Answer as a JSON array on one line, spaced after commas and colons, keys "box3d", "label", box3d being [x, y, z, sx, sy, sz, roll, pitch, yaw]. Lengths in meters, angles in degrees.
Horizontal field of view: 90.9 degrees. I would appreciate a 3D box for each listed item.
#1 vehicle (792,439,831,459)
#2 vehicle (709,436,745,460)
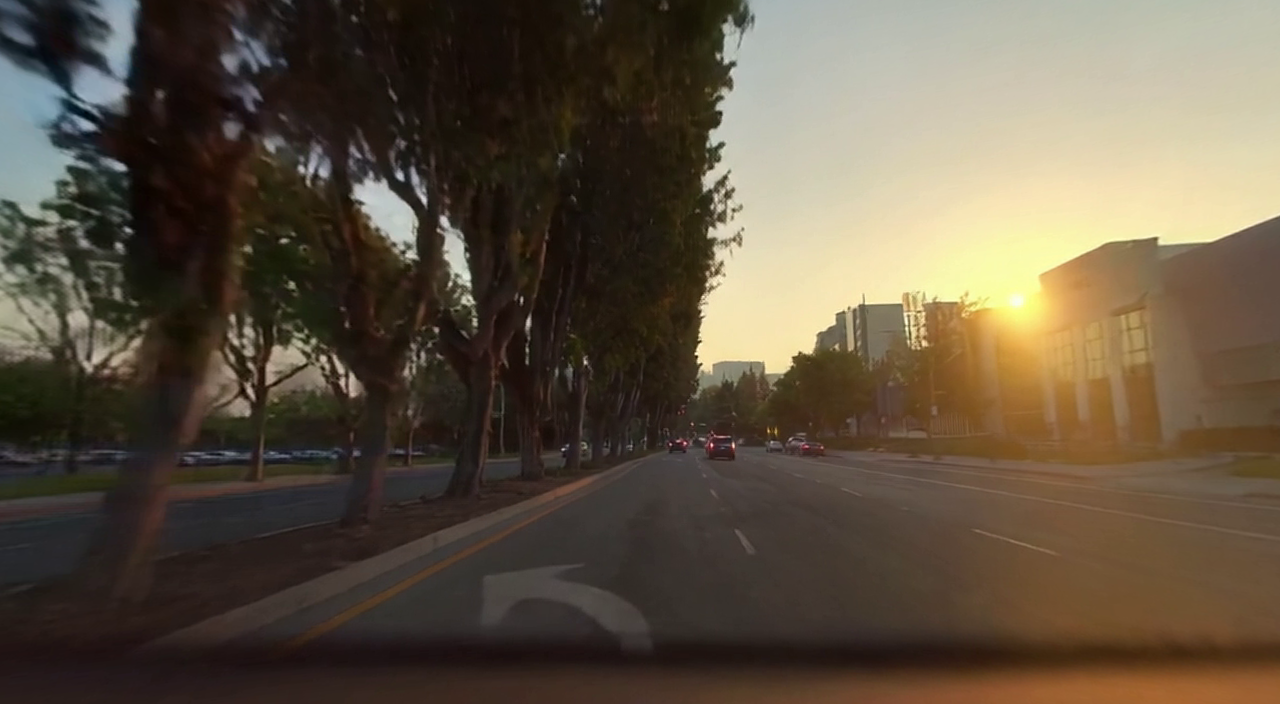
[{"box3d": [12.930, 7.367, 47.910, 1.840, 1.467, 4.731, -1, -9, 3], "label": "vehicle"}, {"box3d": [6.372, 7.074, 46.564, 2.216, 1.675, 4.627, -1, -9, 3], "label": "vehicle"}]
